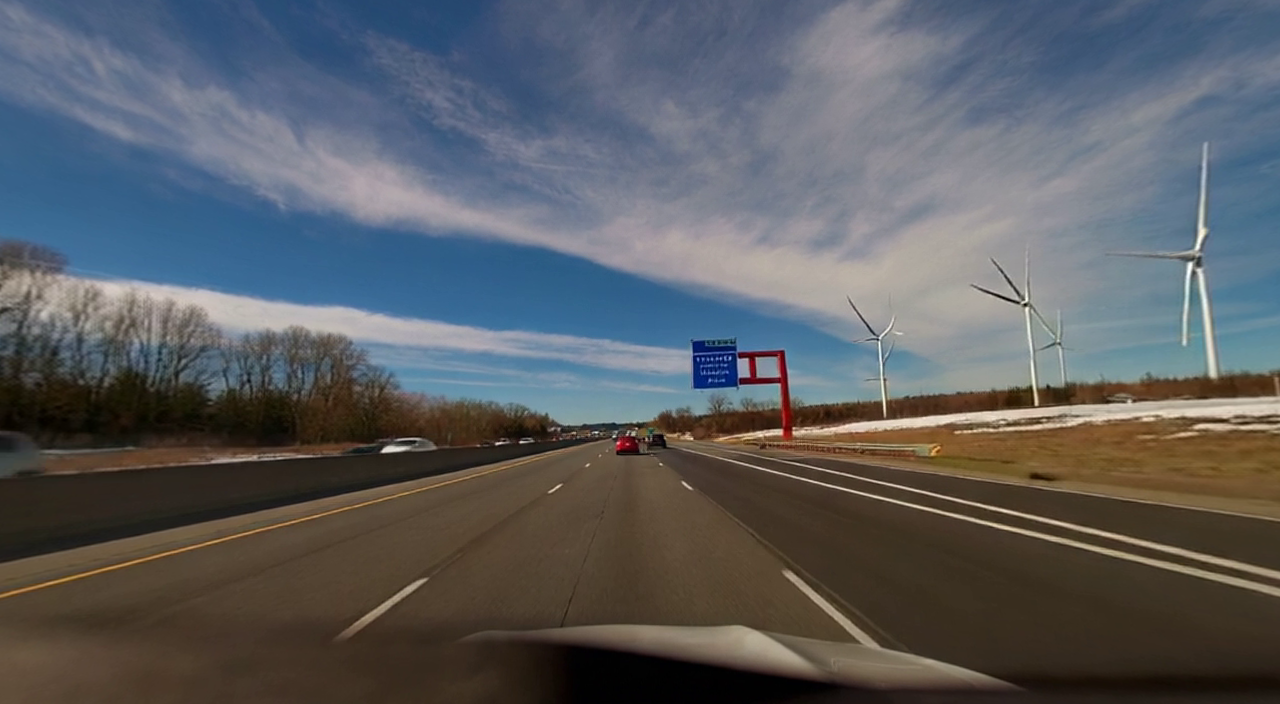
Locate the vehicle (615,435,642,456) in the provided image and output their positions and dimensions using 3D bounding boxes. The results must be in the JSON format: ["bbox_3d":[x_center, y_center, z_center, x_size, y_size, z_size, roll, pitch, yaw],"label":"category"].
[{"bbox_3d":[-0.889,6.939,46.758,1.892,1.496,3.575,0,-8,-2],"label":"vehicle"}]

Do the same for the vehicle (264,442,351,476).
[{"bbox_3d":[-16.625,5.344,31.739,1.890,1.523,4.755,0,-8,-1],"label":"vehicle"}]

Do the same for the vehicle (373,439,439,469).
[{"bbox_3d":[-12.658,5.503,34.310,1.923,1.501,4.517,0,-8,0],"label":"vehicle"}]
